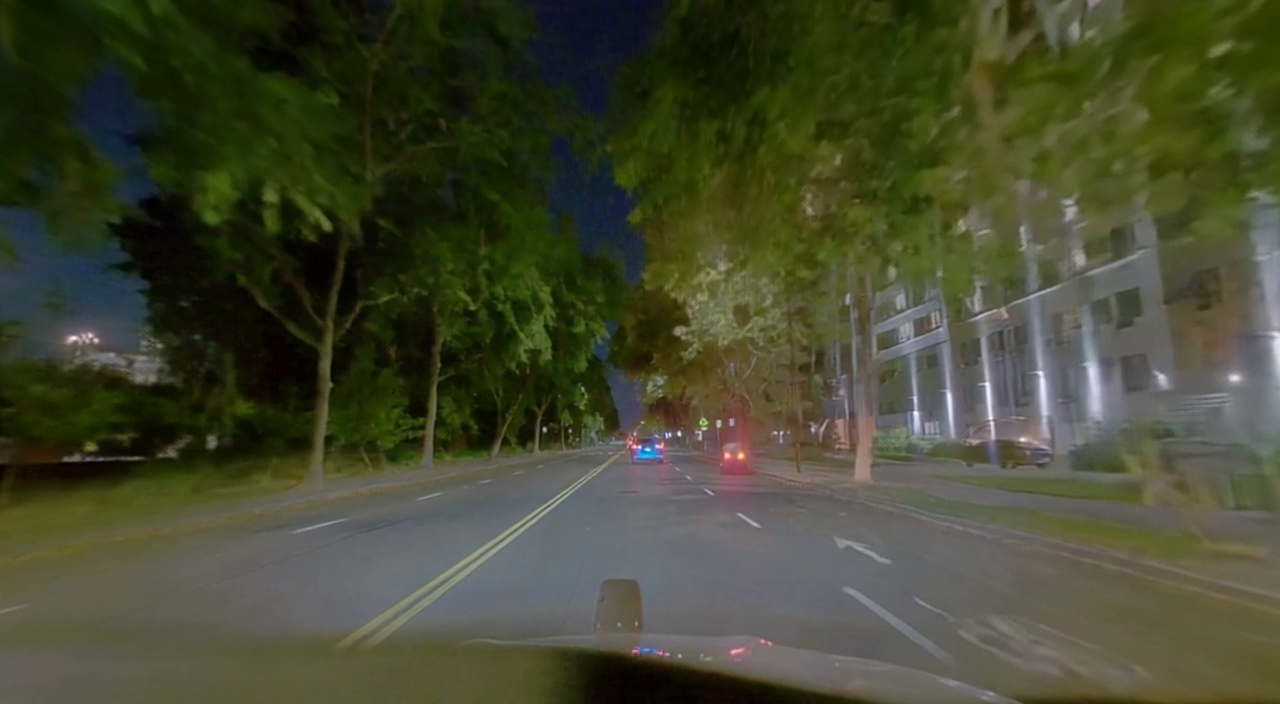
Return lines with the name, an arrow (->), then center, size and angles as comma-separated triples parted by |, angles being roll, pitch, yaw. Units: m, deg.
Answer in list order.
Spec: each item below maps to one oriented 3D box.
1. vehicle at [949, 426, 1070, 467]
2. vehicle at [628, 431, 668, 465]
vehicle -> 17.197, 4.415, 29.496 | 4.237, 1.819, 2.245 | 0, -9, 0
vehicle -> 0.373, 5.069, 33.317 | 1.981, 1.703, 3.691 | 0, -8, 0
